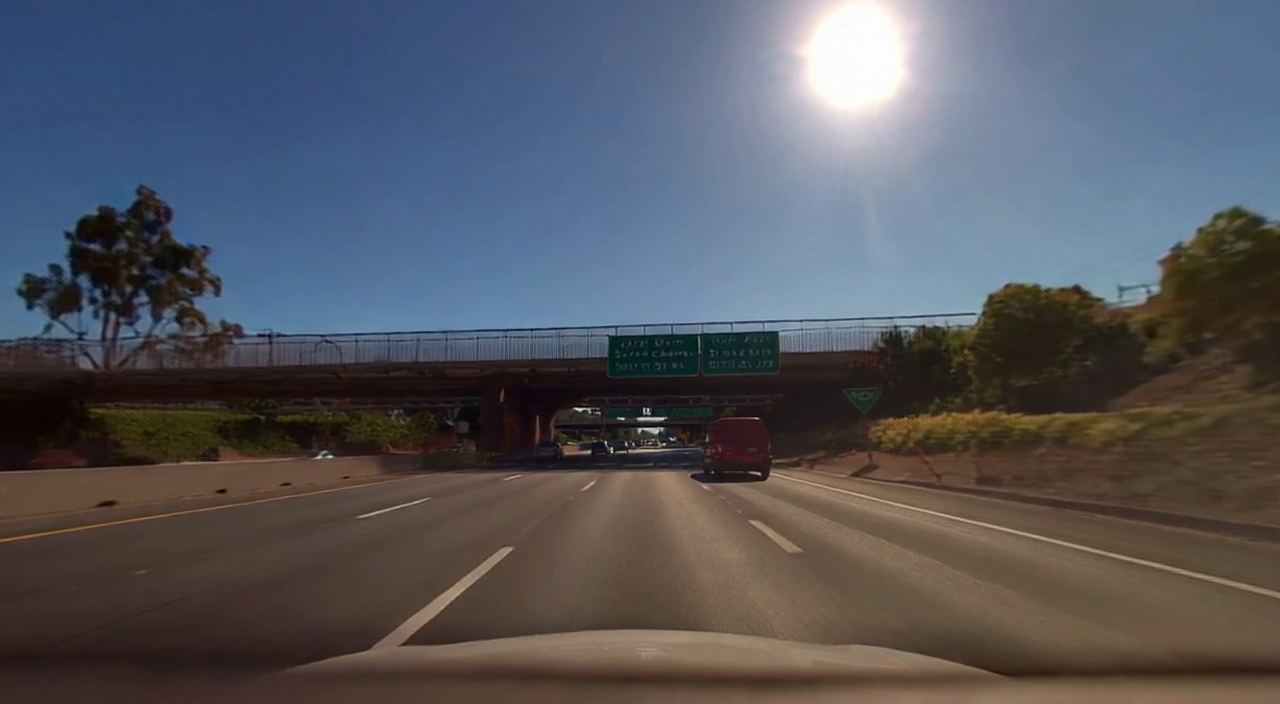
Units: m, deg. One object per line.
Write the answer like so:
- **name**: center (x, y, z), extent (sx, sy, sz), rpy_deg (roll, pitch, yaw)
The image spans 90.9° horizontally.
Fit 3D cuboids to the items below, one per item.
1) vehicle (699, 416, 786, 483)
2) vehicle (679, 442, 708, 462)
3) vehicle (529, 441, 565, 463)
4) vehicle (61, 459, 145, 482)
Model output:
- **vehicle**: center (3.767, 3.739, 24.323), extent (2.347, 2.234, 5.352), rpy_deg (0, -8, -1)
- **vehicle**: center (4.200, 7.889, 49.779), extent (1.883, 1.456, 4.044), rpy_deg (0, -8, -1)
- **vehicle**: center (-7.246, 7.873, 49.695), extent (2.068, 1.632, 4.623), rpy_deg (-1, -8, 1)
- **vehicle**: center (-37.820, 8.335, 44.581), extent (1.866, 1.477, 4.659), rpy_deg (0, -8, 0)
